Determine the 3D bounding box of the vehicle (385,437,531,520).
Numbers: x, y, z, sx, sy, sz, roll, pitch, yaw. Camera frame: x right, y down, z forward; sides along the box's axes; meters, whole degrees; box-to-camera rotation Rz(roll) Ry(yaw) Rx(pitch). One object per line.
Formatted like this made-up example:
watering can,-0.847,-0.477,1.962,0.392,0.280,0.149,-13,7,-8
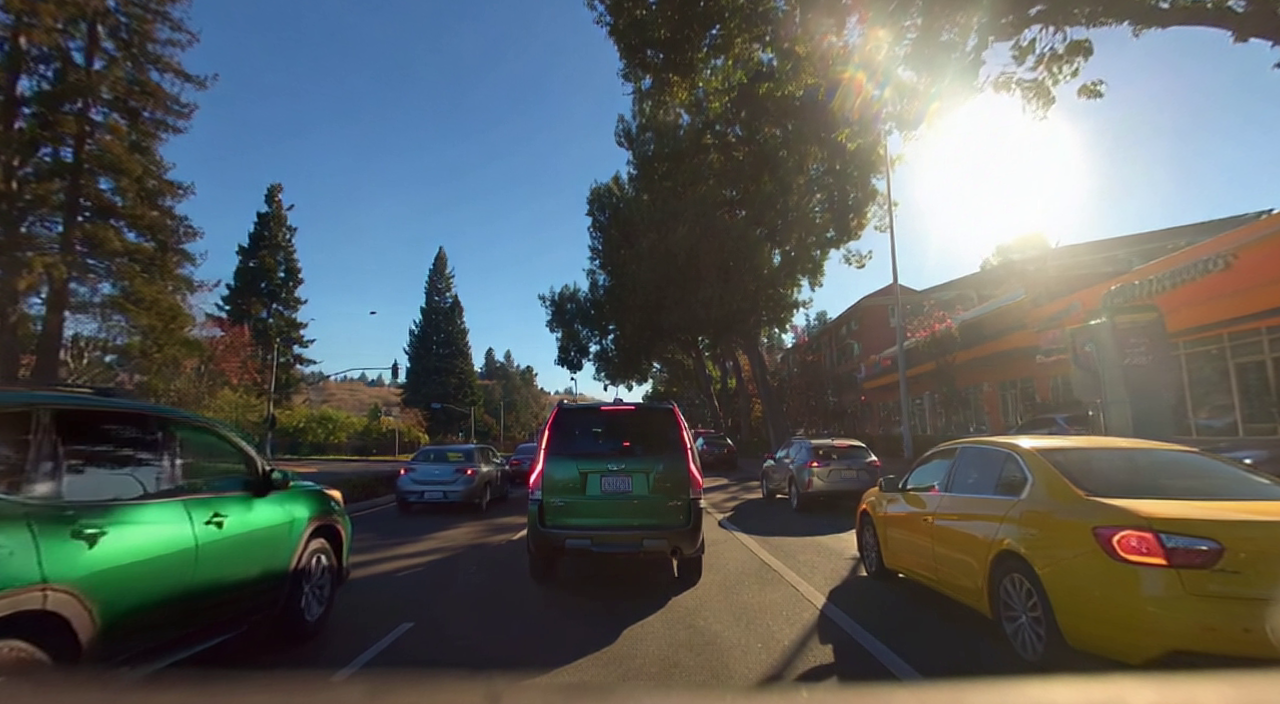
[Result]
vehicle,-3.622,2.580,13.433,1.849,1.451,4.218,0,-9,0

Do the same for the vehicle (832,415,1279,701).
vehicle,3.370,1.401,5.553,1.900,1.477,4.352,0,-8,-1

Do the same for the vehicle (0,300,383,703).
vehicle,-3.611,0.941,3.827,2.231,1.853,4.461,0,-9,0

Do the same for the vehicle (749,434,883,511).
vehicle,3.913,2.744,14.873,1.875,1.521,4.192,0,-8,-1

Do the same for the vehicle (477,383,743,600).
vehicle,-0.297,1.487,7.514,2.238,1.825,4.190,0,-9,-1
